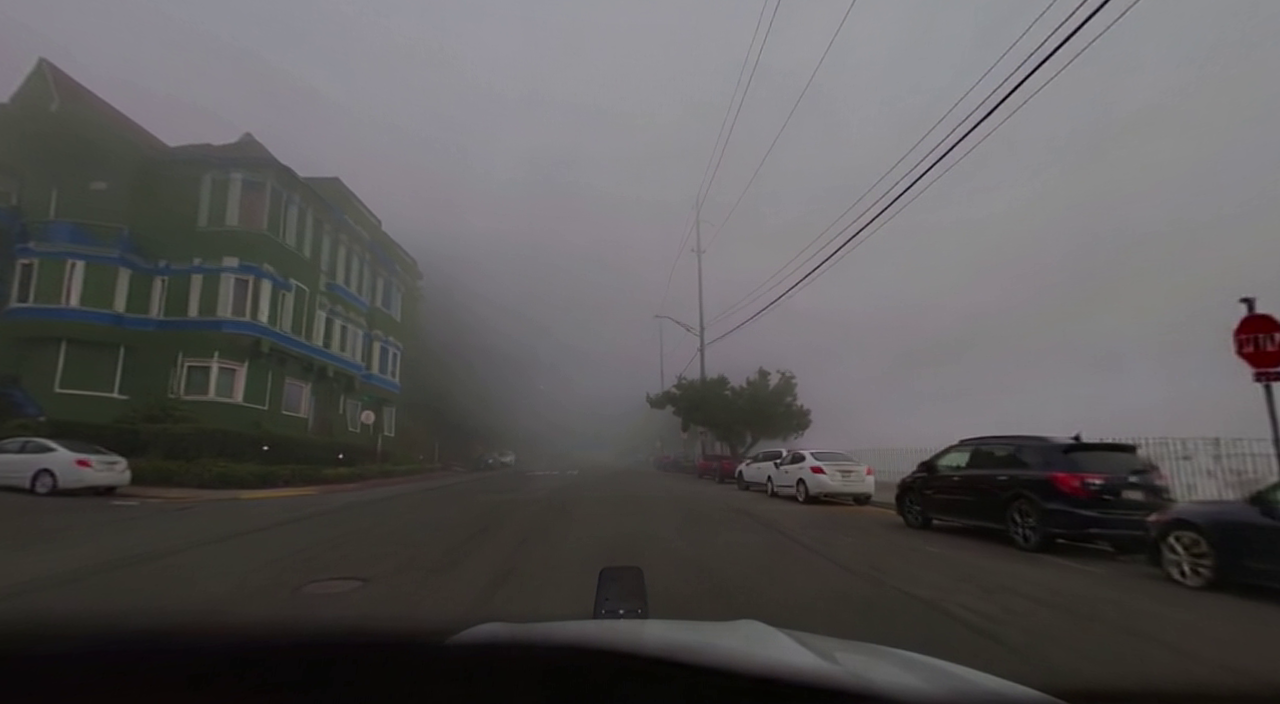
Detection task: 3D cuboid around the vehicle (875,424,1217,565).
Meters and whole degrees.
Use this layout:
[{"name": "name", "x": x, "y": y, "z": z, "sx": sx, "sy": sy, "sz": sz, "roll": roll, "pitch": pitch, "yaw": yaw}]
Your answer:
[{"name": "vehicle", "x": 5.959, "y": 2.108, "z": 10.277, "sx": 1.917, "sy": 1.704, "sz": 4.840, "roll": 1, "pitch": -8, "yaw": -7}]

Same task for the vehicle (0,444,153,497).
[{"name": "vehicle", "x": -16.404, "y": 3.173, "z": 17.118, "sx": 4.603, "sy": 1.335, "sz": 1.889, "roll": 2, "pitch": -9, "yaw": -14}]

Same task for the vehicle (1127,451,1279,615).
[{"name": "vehicle", "x": 6.459, "y": 1.475, "z": 4.875, "sx": 1.900, "sy": 1.368, "sz": 4.176, "roll": 0, "pitch": -8, "yaw": -3}]

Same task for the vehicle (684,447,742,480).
[{"name": "vehicle", "x": 3.518, "y": 5.473, "z": 31.380, "sx": 1.901, "sy": 1.495, "sz": 4.340, "roll": 1, "pitch": -8, "yaw": -6}]

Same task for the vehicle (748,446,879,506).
[{"name": "vehicle", "x": 5.012, "y": 3.622, "z": 19.118, "sx": 2.122, "sy": 1.554, "sz": 4.777, "roll": 1, "pitch": -8, "yaw": -7}]

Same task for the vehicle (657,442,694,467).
[{"name": "vehicle", "x": 2.604, "y": 7.671, "z": 47.387, "sx": 2.386, "sy": 1.752, "sz": 4.376, "roll": 0, "pitch": -8, "yaw": -3}]
